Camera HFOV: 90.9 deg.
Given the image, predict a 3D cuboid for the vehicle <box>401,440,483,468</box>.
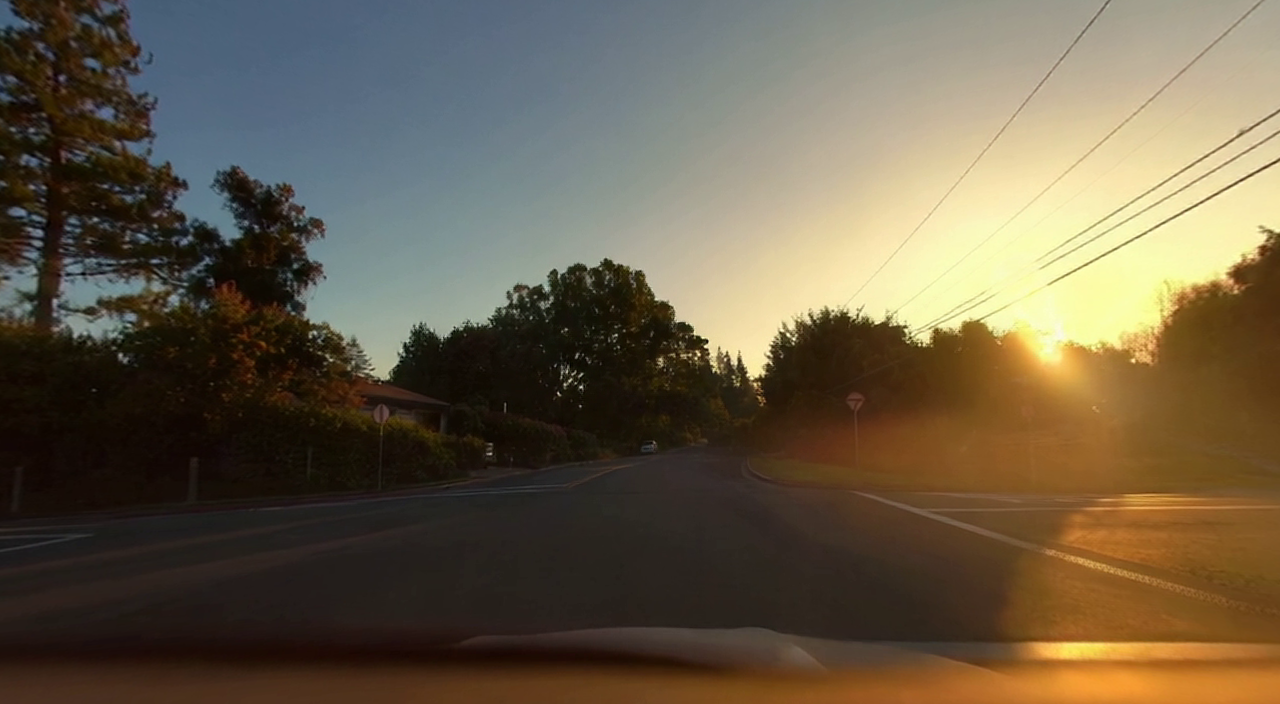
[{"bbox_3d":[-12.703,6.568,40.638,4.590,1.735,1.973,0,-9,3],"label":"vehicle"}]
